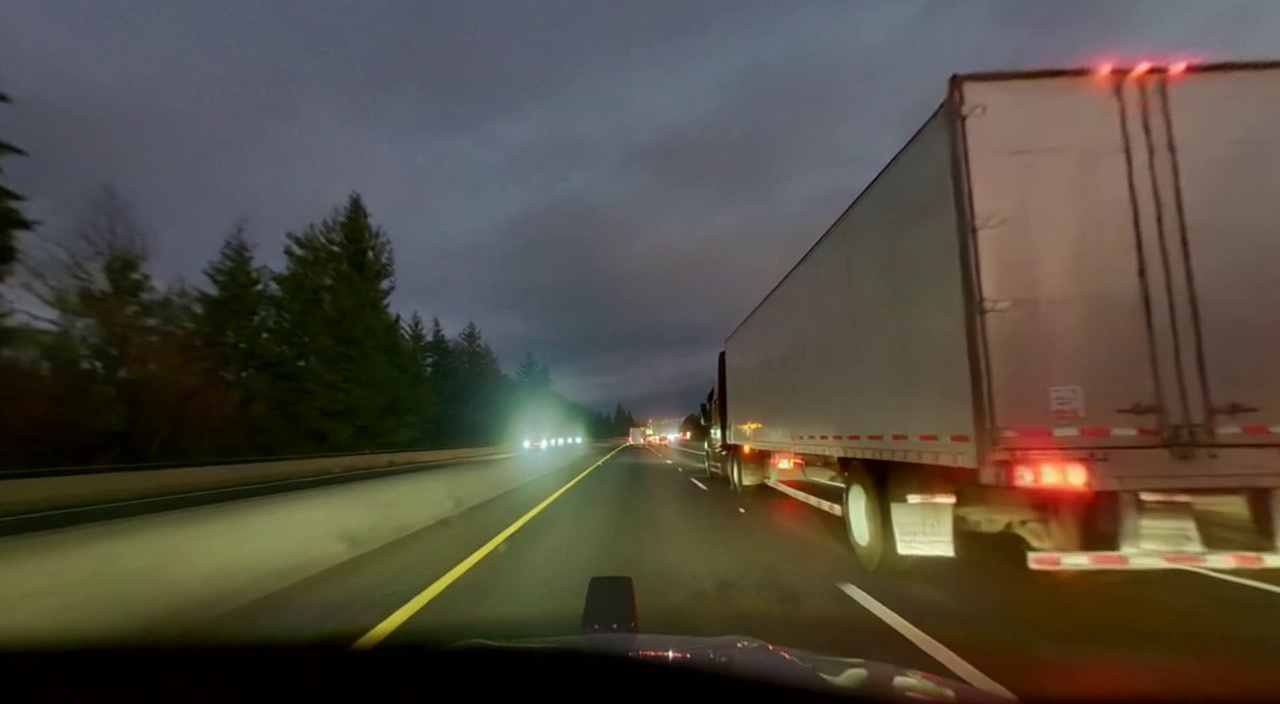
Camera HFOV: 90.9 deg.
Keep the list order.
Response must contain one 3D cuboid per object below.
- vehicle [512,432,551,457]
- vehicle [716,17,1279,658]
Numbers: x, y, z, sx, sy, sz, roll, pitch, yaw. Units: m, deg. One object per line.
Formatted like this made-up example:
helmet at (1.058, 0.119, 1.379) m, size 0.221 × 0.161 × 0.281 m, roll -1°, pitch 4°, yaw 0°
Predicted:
vehicle at (-8.385, 7.165, 49.094) m, size 2.199 × 1.816 × 4.724 m, roll 0°, pitch -8°, yaw 0°
vehicle at (3.773, 0.717, 10.755) m, size 3.038 × 3.975 × 13.887 m, roll 0°, pitch -8°, yaw -1°
